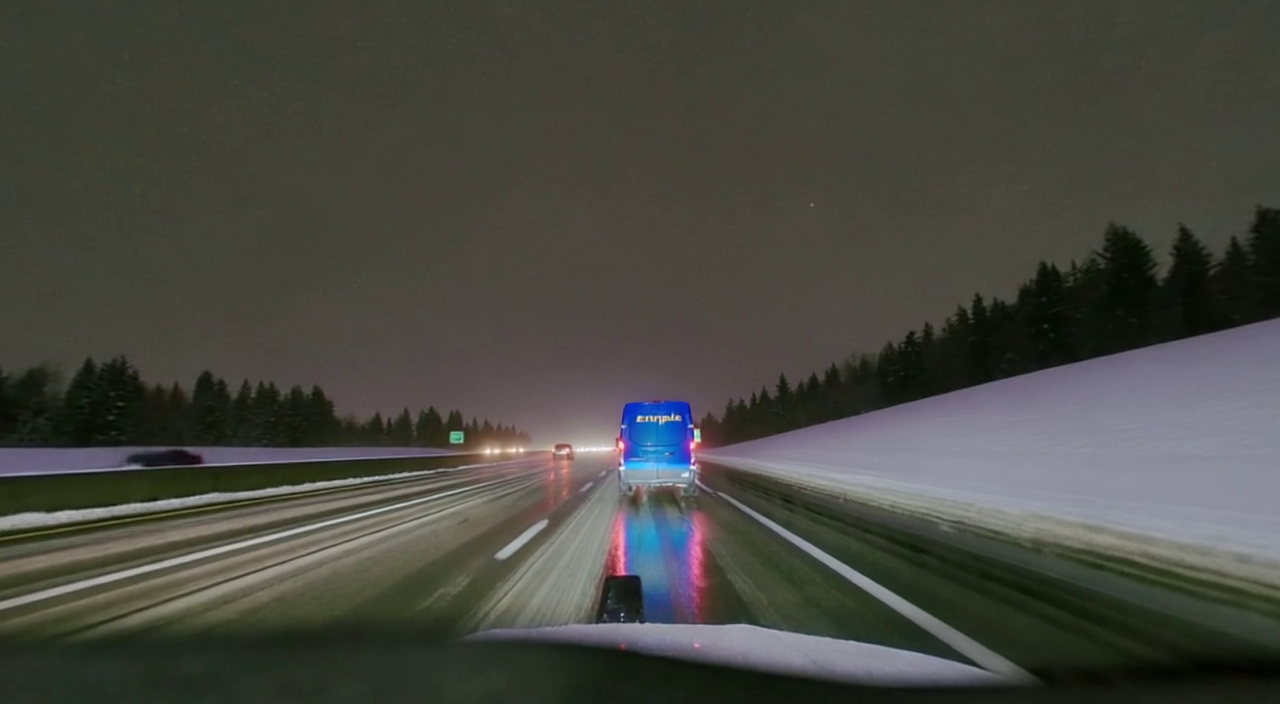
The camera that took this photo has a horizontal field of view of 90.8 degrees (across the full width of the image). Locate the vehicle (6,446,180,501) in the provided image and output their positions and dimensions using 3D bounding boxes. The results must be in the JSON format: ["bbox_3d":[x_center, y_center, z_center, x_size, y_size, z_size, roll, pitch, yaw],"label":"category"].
[{"bbox_3d":[-15.762,3.488,18.486,1.651,1.410,3.840,0,-9,0],"label":"vehicle"}]

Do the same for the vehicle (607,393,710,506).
[{"bbox_3d":[0.337,2.622,17.124,2.332,2.558,5.314,0,-9,-2],"label":"vehicle"}]
